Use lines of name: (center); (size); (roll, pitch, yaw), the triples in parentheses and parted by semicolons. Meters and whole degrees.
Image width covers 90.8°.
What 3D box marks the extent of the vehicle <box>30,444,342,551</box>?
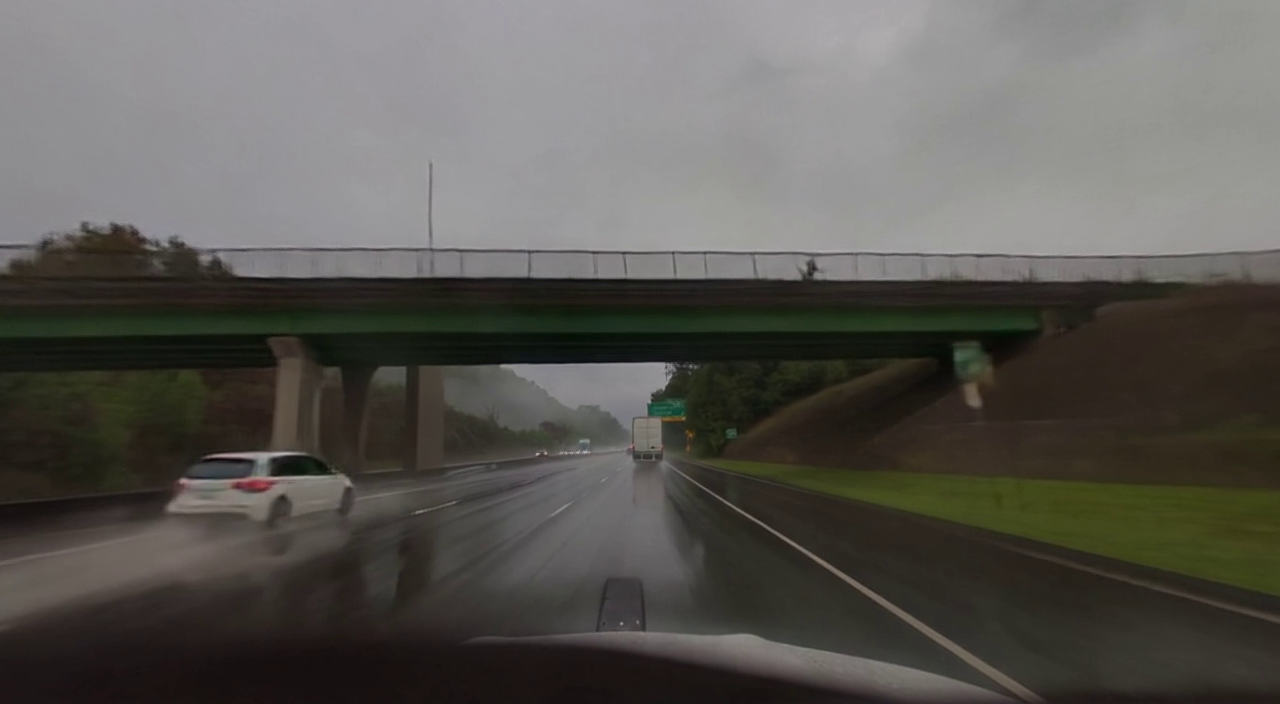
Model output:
vehicle: (-7.447, 2.389, 11.176); (1.953, 1.452, 4.711); (0, -9, 1)
